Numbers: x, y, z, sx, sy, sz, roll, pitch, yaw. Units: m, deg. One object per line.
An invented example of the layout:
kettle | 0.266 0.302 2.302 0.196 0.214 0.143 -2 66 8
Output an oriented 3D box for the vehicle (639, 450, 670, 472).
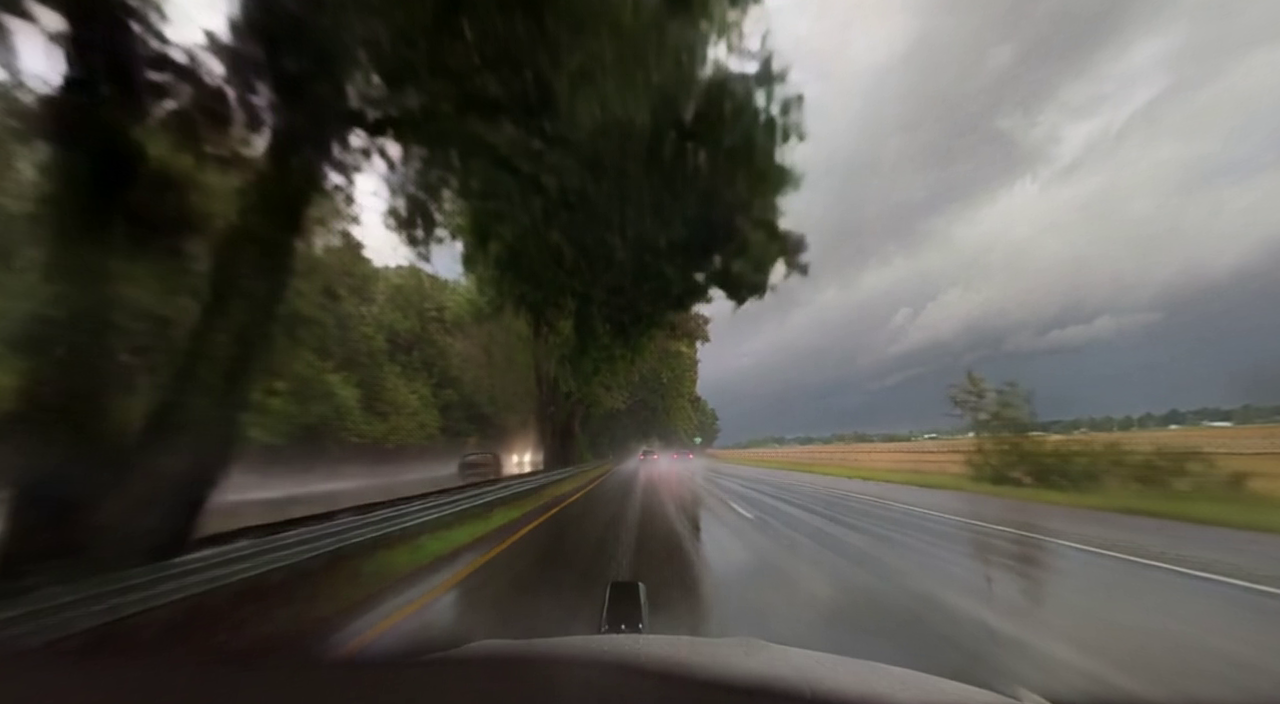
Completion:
vehicle | 1.035 7.947 46.077 2.162 1.492 3.975 0 -9 0

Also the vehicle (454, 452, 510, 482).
vehicle | -8.654 6.327 34.820 2.037 1.523 3.955 0 -9 0
